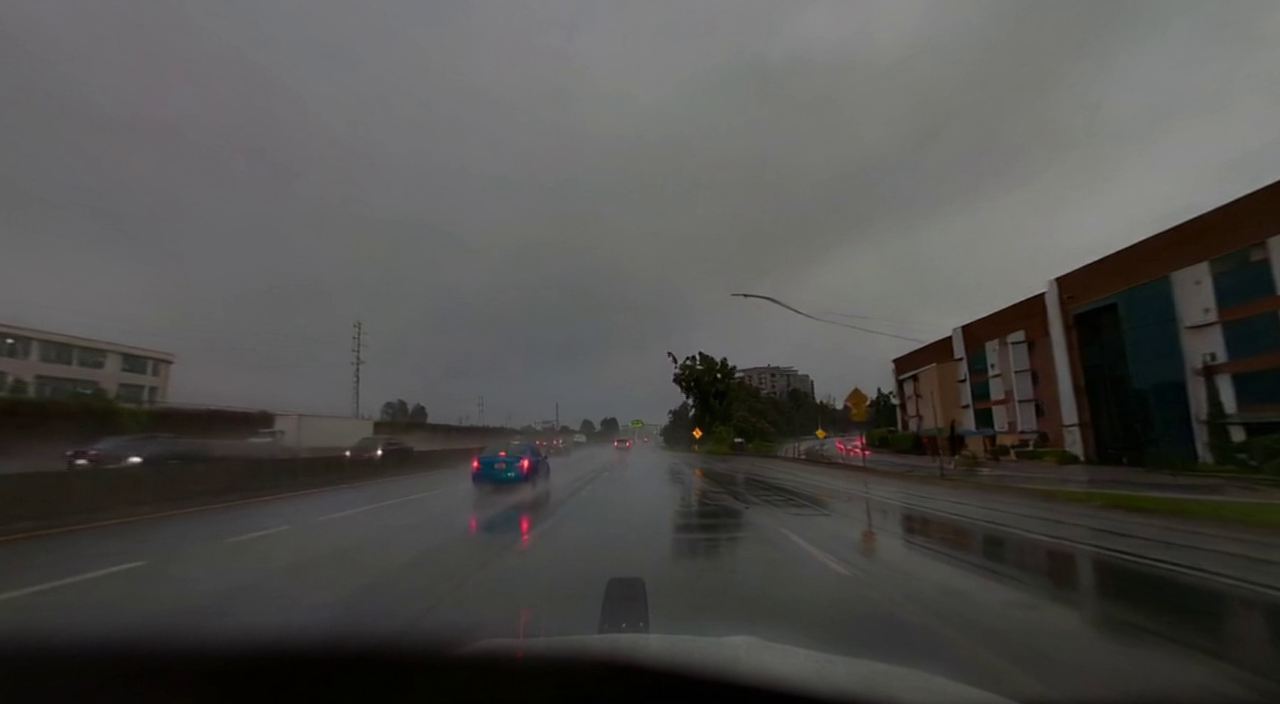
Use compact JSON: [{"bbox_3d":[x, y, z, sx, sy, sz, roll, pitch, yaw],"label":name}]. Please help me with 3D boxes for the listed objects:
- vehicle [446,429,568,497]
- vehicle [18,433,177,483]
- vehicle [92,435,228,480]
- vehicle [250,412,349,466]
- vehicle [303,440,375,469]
[{"bbox_3d":[-3.373,2.942,17.154,2.144,1.565,4.951,0,-8,1],"label":"vehicle"},{"bbox_3d":[-24.074,4.725,28.391,2.198,2.010,5.484,0,-8,1],"label":"vehicle"},{"bbox_3d":[-20.382,4.483,27.129,2.045,1.748,4.757,0,-8,1],"label":"vehicle"},{"bbox_3d":[-24.324,6.333,45.610,2.786,3.517,7.464,0,-8,1],"label":"vehicle"},{"bbox_3d":[-16.751,5.708,35.341,1.857,1.481,4.317,0,-8,1],"label":"vehicle"}]
